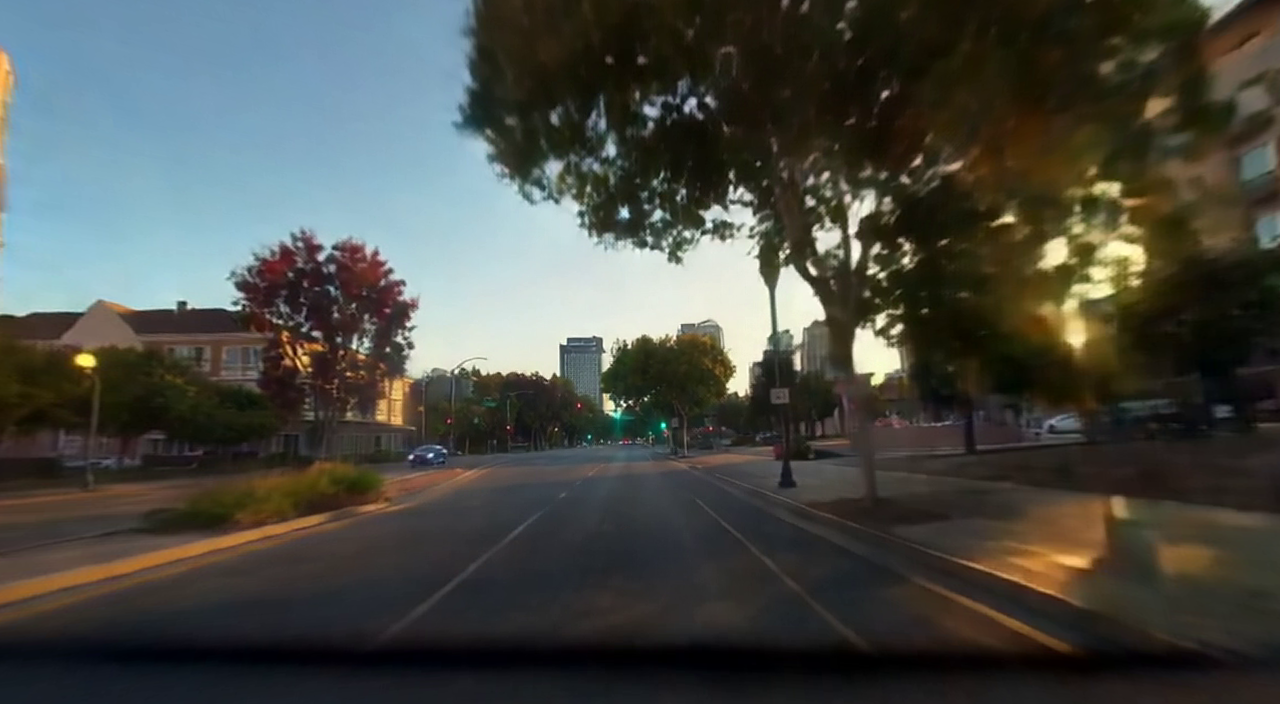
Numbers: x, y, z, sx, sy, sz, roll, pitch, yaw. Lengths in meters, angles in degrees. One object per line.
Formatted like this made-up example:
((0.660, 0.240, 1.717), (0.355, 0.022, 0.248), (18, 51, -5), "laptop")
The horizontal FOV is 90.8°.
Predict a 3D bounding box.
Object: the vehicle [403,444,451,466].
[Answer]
((-15.225, 7.392, 45.454), (1.898, 1.469, 4.577), (0, -9, 0), "vehicle")
